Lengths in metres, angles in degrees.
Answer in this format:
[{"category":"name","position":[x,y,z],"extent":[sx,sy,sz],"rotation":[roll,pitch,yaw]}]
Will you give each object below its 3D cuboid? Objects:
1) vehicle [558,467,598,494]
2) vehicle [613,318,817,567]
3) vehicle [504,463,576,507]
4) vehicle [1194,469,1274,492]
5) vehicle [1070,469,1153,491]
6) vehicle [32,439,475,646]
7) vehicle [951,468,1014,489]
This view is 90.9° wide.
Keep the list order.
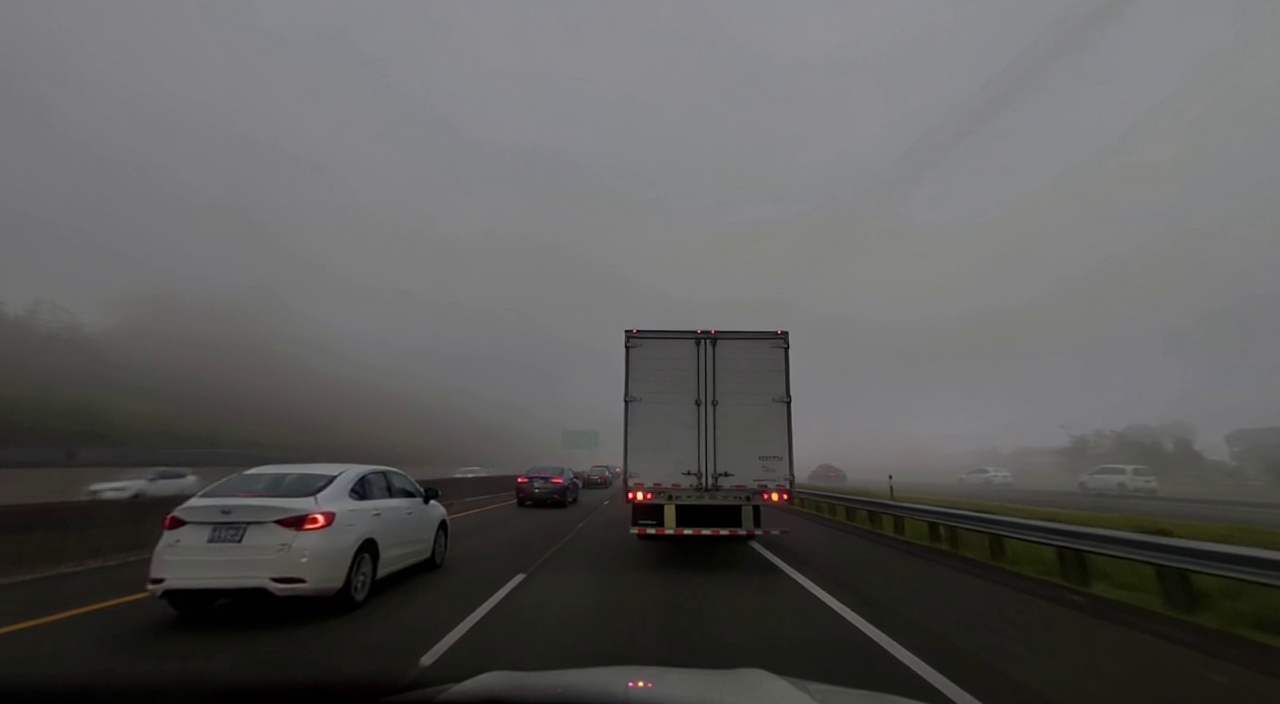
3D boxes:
[{"category":"vehicle","position":[-3.470,7.333,36.016],"extent":[1.867,1.418,3.670],"rotation":[0,-11,1]},{"category":"vehicle","position":[1.011,2.039,13.338],"extent":[2.831,3.529,8.689],"rotation":[1,-11,-1]},{"category":"vehicle","position":[-3.712,5.056,24.160],"extent":[1.964,1.482,4.371],"rotation":[0,-11,1]},{"category":"vehicle","position":[42.188,9.120,44.756],"extent":[3.974,1.485,1.709],"rotation":[1,-11,-3]},{"category":"vehicle","position":[33.674,9.167,45.064],"extent":[4.299,1.465,1.807],"rotation":[-1,-11,9]},{"category":"vehicle","position":[-3.518,1.865,7.128],"extent":[1.983,1.509,4.679],"rotation":[1,-11,1]},{"category":"vehicle","position":[26.404,9.767,48.712],"extent":[4.107,1.485,1.796],"rotation":[-4,-11,23]}]
